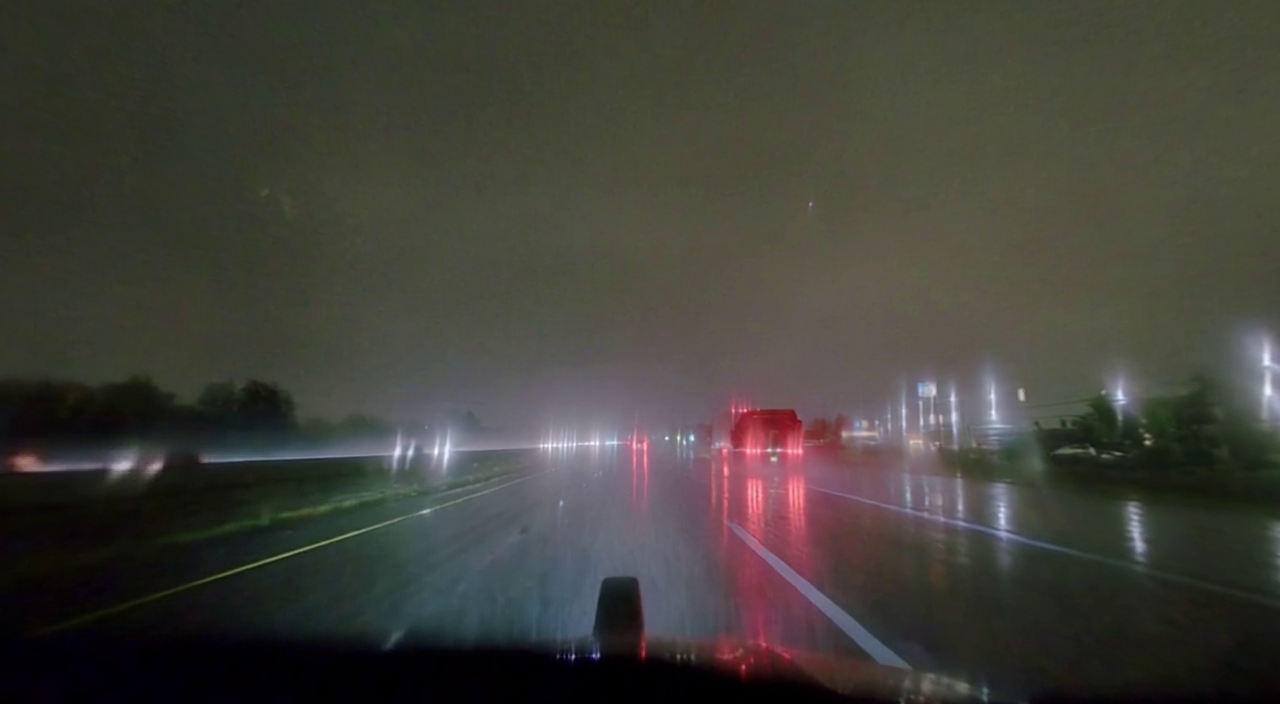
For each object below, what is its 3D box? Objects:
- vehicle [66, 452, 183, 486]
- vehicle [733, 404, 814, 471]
[{"bbox_3d":[-25.656,5.798,31.691,1.900,1.493,4.739,0,-8,0],"label":"vehicle"},{"bbox_3d":[7.012,4.693,34.480,2.793,3.204,7.997,0,-8,1],"label":"vehicle"}]
